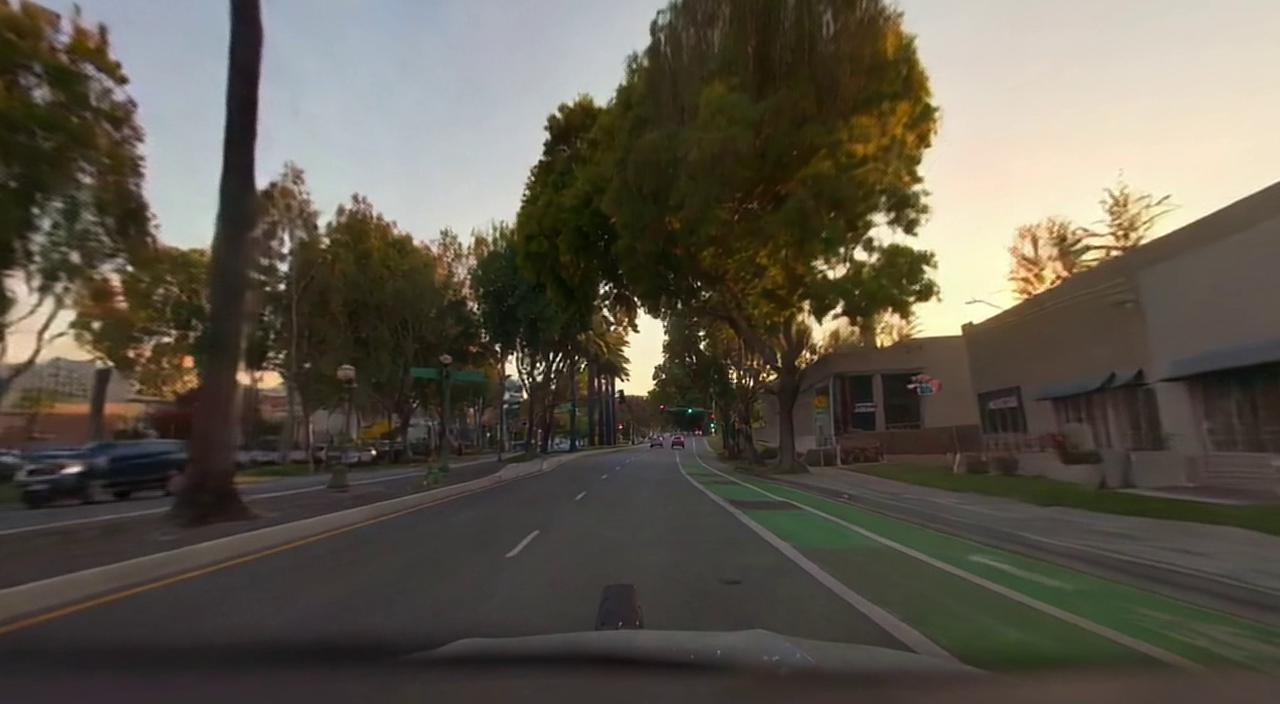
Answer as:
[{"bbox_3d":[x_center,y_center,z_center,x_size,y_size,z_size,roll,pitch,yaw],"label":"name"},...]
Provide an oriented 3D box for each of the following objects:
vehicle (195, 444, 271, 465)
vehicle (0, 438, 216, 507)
[{"bbox_3d":[-29.452,7.408,45.723,4.479,1.465,1.772,-1,-8,8],"label":"vehicle"},{"bbox_3d":[-17.257,3.868,20.931,2.211,1.924,5.789,-1,-9,2],"label":"vehicle"}]
